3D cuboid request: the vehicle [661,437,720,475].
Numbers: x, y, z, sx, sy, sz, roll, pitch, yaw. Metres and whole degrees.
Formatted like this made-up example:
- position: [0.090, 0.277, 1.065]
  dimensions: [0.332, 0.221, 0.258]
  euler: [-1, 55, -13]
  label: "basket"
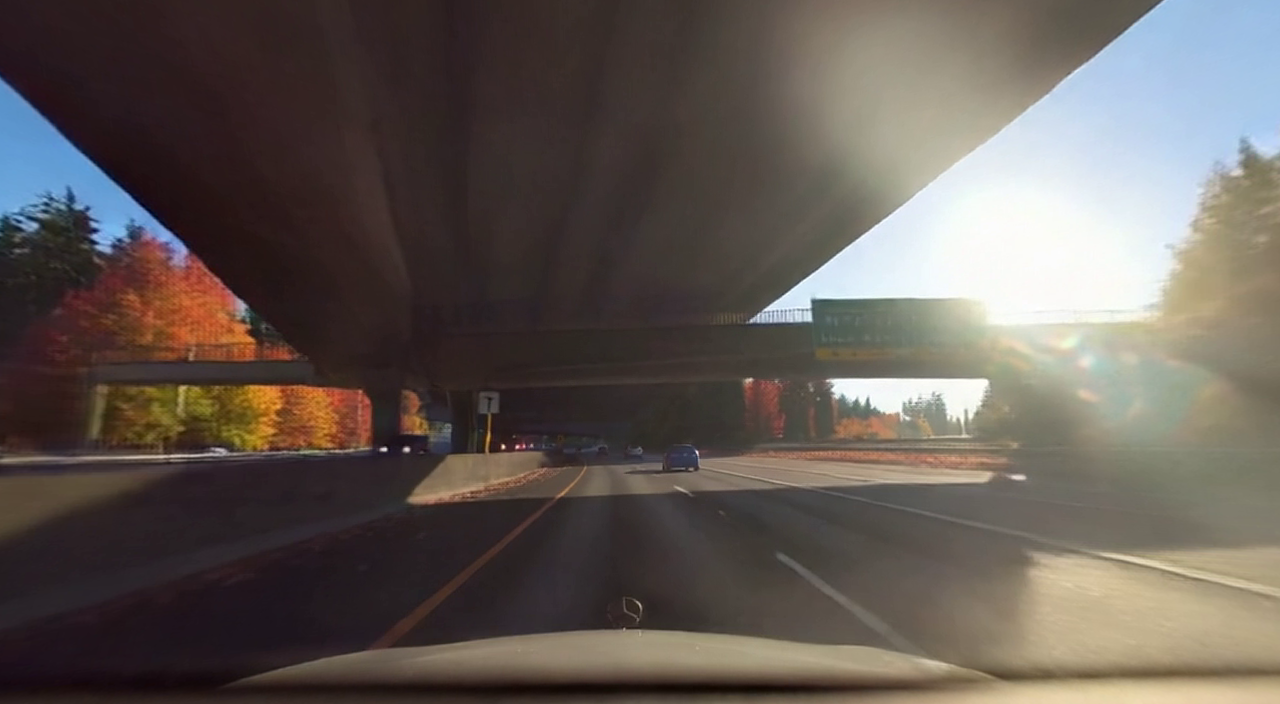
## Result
- position: [2.307, 4.978, 30.072]
  dimensions: [2.337, 1.633, 4.222]
  euler: [0, -9, -2]
  label: "vehicle"
